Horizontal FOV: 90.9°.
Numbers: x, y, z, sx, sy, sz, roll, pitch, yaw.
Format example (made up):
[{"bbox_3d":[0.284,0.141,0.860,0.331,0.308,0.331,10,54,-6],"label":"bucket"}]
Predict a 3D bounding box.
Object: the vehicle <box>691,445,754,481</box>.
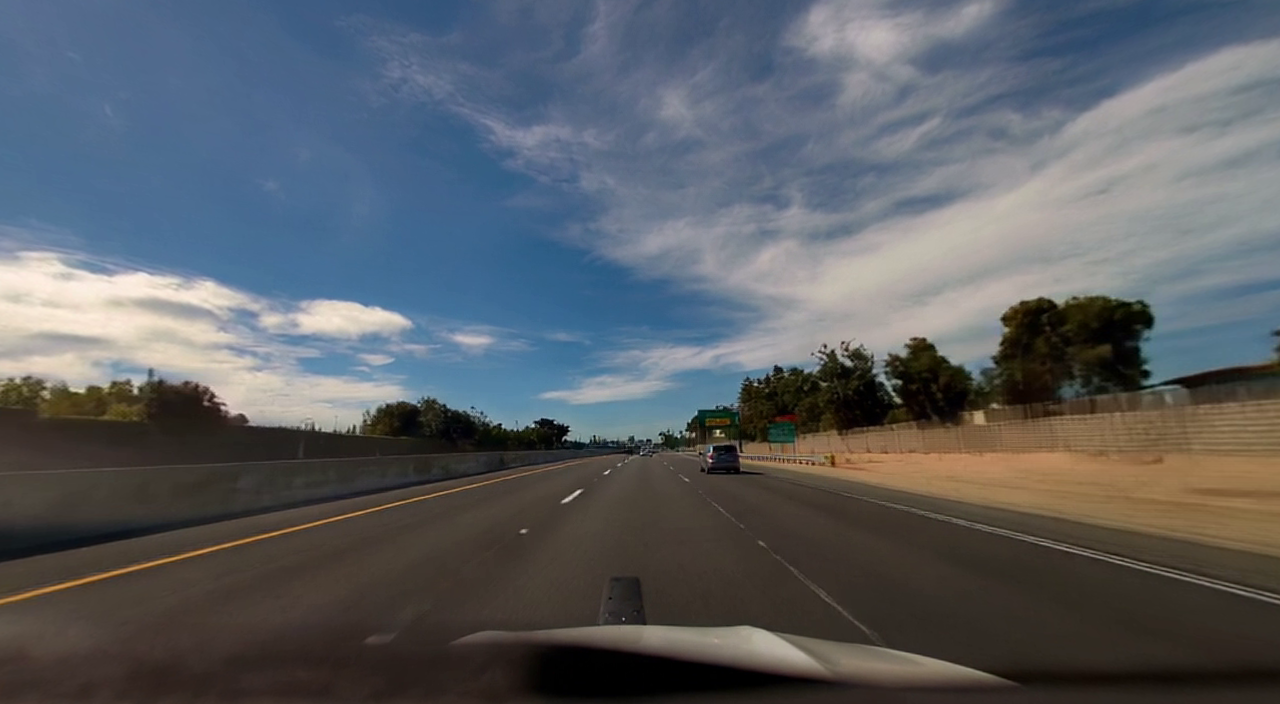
[{"bbox_3d":[3.592,4.894,28.253,2.193,1.462,4.533,0,-8,0],"label":"vehicle"}]
